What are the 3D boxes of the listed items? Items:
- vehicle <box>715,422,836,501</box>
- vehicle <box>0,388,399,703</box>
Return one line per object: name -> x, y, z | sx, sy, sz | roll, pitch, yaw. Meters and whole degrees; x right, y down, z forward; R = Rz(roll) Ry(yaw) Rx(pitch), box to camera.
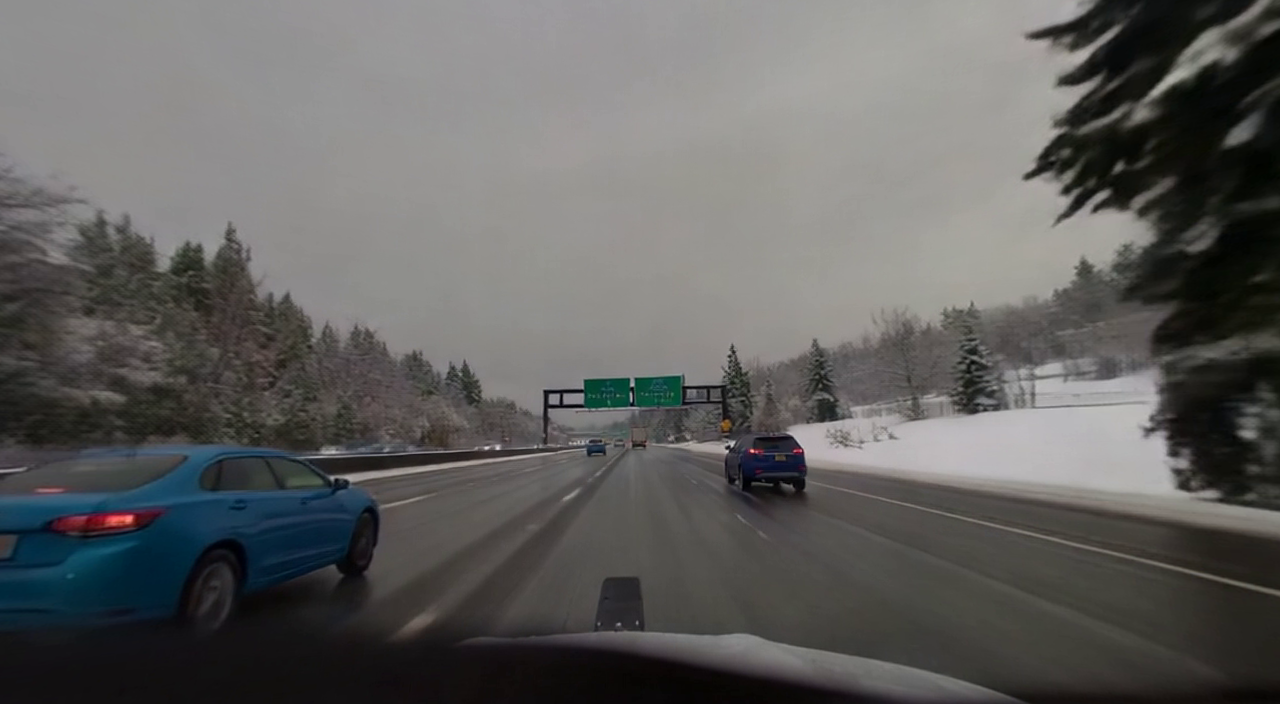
vehicle -> 3.216, 2.722, 15.962 | 2.053, 1.714, 4.097 | 0, -9, -1
vehicle -> -3.934, 1.280, 4.931 | 2.118, 1.573, 4.940 | 0, -9, 0
